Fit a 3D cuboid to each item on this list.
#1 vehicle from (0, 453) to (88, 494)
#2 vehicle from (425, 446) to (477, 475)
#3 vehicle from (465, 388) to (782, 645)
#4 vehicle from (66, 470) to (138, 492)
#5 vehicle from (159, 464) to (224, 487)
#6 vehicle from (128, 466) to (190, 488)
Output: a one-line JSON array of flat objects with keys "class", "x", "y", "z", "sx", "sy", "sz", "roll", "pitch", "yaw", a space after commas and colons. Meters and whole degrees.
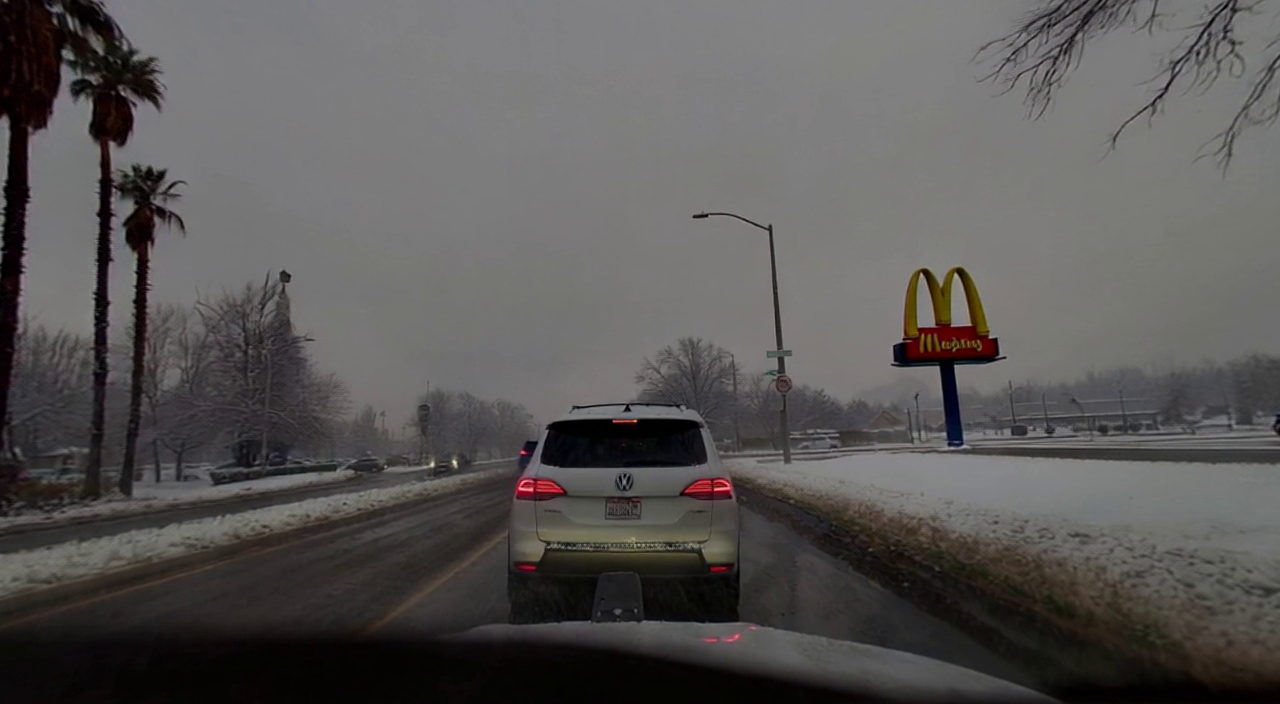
[{"class": "vehicle", "x": -28.072, "y": 5.383, "z": 28.232, "sx": 4.584, "sy": 1.714, "sz": 2.186, "roll": 4, "pitch": -10, "yaw": -27}, {"class": "vehicle", "x": -12.312, "y": 7.075, "z": 41.463, "sx": 1.965, "sy": 1.718, "sz": 4.466, "roll": 0, "pitch": -9, "yaw": 2}, {"class": "vehicle", "x": -0.140, "y": 1.407, "z": 6.330, "sx": 2.137, "sy": 1.728, "sz": 3.926, "roll": 0, "pitch": -9, "yaw": -1}, {"class": "vehicle", "x": -39.940, "y": 9.564, "z": 47.012, "sx": 1.602, "sy": 1.400, "sz": 4.220, "roll": 0, "pitch": -9, "yaw": 0}, {"class": "vehicle", "x": -33.302, "y": 9.161, "z": 47.027, "sx": 1.792, "sy": 1.439, "sz": 3.952, "roll": -1, "pitch": -9, "yaw": 3}, {"class": "vehicle", "x": -35.633, "y": 9.255, "z": 46.888, "sx": 1.641, "sy": 1.375, "sz": 3.640, "roll": 0, "pitch": -9, "yaw": 1}]
